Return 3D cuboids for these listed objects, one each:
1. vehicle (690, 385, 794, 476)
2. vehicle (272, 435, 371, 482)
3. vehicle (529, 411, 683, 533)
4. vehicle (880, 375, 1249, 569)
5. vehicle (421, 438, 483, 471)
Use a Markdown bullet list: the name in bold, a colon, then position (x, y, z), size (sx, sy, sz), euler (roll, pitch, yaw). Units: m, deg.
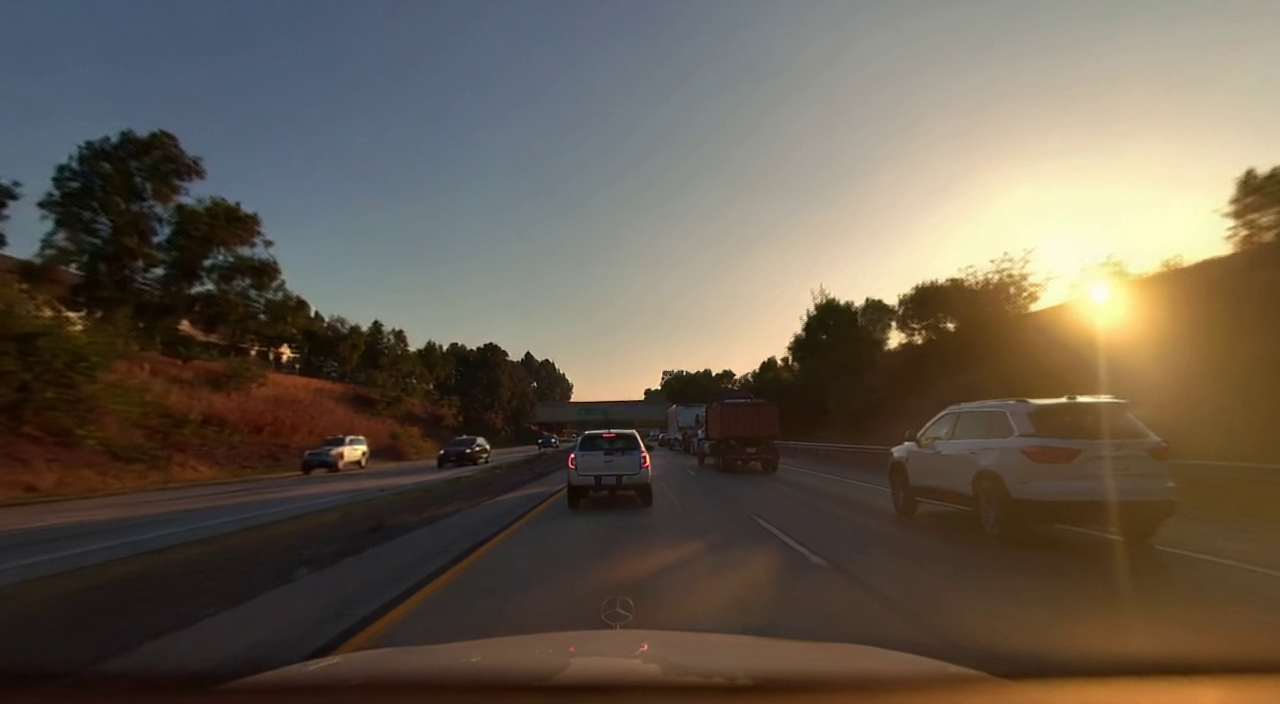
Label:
- **vehicle**: position (3.735, 3.172, 25.258), size (2.723, 3.027, 8.478), euler (0, -8, 0)
- **vehicle**: position (-13.433, 4.476, 26.901), size (1.949, 1.833, 4.237), euler (0, -8, 0)
- **vehicle**: position (-0.496, 1.904, 10.665), size (2.082, 1.638, 4.055), euler (0, -8, -1)
- **vehicle**: position (4.946, 1.430, 8.231), size (2.011, 1.905, 3.905), euler (0, -8, -1)
- **vehicle**: position (-8.840, 4.828, 29.990), size (1.756, 1.446, 3.661), euler (0, -8, 1)
